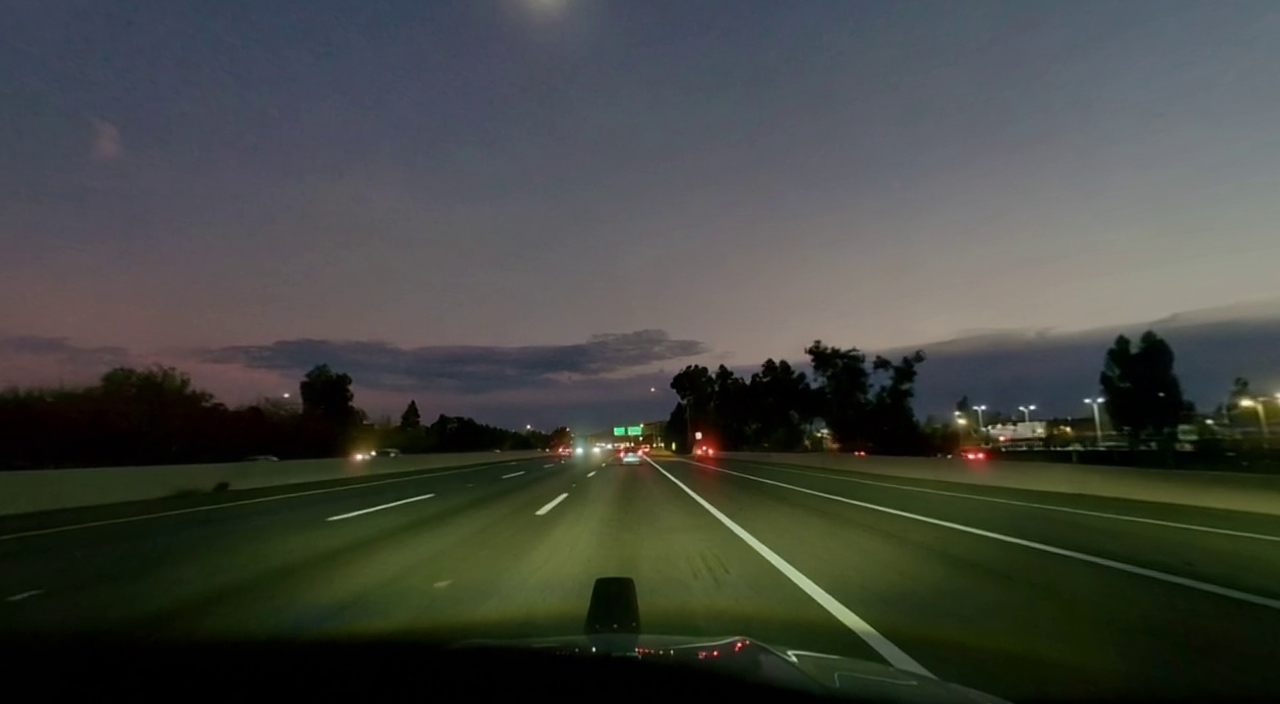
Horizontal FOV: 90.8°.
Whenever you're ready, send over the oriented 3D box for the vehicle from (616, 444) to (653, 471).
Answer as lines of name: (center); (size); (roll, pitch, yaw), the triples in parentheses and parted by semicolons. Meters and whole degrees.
vehicle: (-0.336, 6.005, 36.145); (2.012, 1.471, 4.059); (0, -8, -1)
